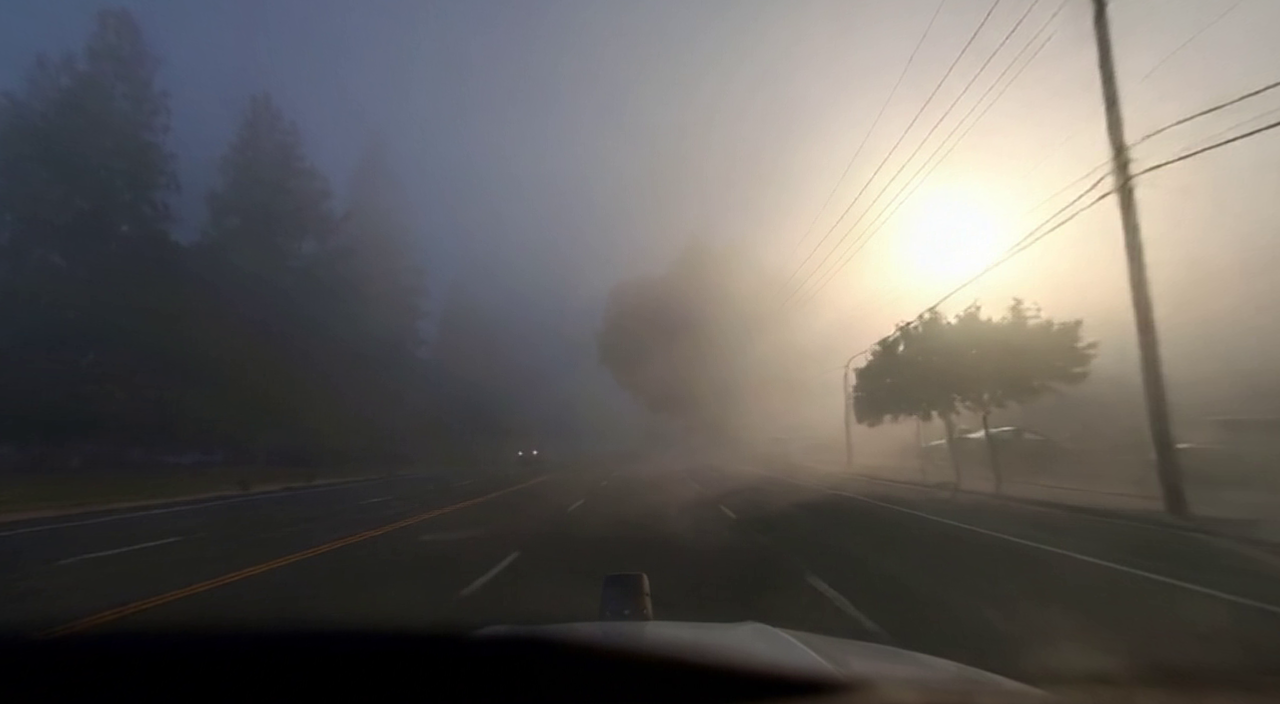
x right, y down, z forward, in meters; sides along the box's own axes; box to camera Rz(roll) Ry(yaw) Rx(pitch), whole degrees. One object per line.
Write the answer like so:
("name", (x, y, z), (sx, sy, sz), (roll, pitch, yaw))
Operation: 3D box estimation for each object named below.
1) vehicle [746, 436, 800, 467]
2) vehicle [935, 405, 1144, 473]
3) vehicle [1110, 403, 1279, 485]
("vehicle", (8.115, 6.101, 38.928), (2.200, 1.783, 4.682), (0, -8, -1))
("vehicle", (14.515, 3.218, 23.318), (5.886, 2.000, 2.372), (-4, -9, 5))
("vehicle", (15.026, 2.255, 15.577), (4.975, 1.849, 2.334), (0, -8, -3))
